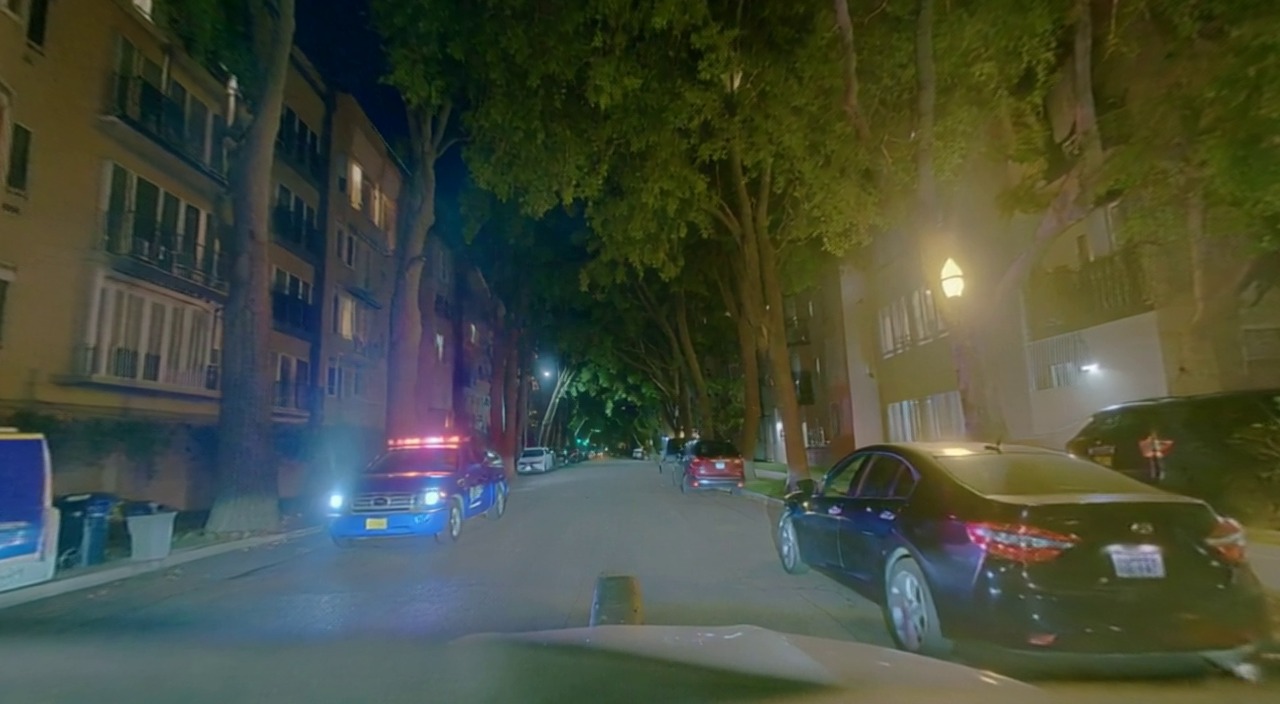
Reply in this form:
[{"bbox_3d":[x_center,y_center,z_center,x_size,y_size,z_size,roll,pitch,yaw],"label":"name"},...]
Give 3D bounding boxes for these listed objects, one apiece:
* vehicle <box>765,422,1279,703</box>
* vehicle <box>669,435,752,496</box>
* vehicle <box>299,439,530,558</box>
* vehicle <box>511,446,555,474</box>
[{"bbox_3d":[2.568,1.408,5.193,1.845,1.479,4.727,1,-8,-3],"label":"vehicle"},{"bbox_3d":[2.037,3.431,19.469,1.878,1.664,4.033,1,-8,-3],"label":"vehicle"},{"bbox_3d":[-3.323,2.224,10.438,1.966,1.515,4.394,-1,-8,3],"label":"vehicle"},{"bbox_3d":[-6.664,6.731,39.719,1.959,1.490,4.361,0,-7,1],"label":"vehicle"}]
